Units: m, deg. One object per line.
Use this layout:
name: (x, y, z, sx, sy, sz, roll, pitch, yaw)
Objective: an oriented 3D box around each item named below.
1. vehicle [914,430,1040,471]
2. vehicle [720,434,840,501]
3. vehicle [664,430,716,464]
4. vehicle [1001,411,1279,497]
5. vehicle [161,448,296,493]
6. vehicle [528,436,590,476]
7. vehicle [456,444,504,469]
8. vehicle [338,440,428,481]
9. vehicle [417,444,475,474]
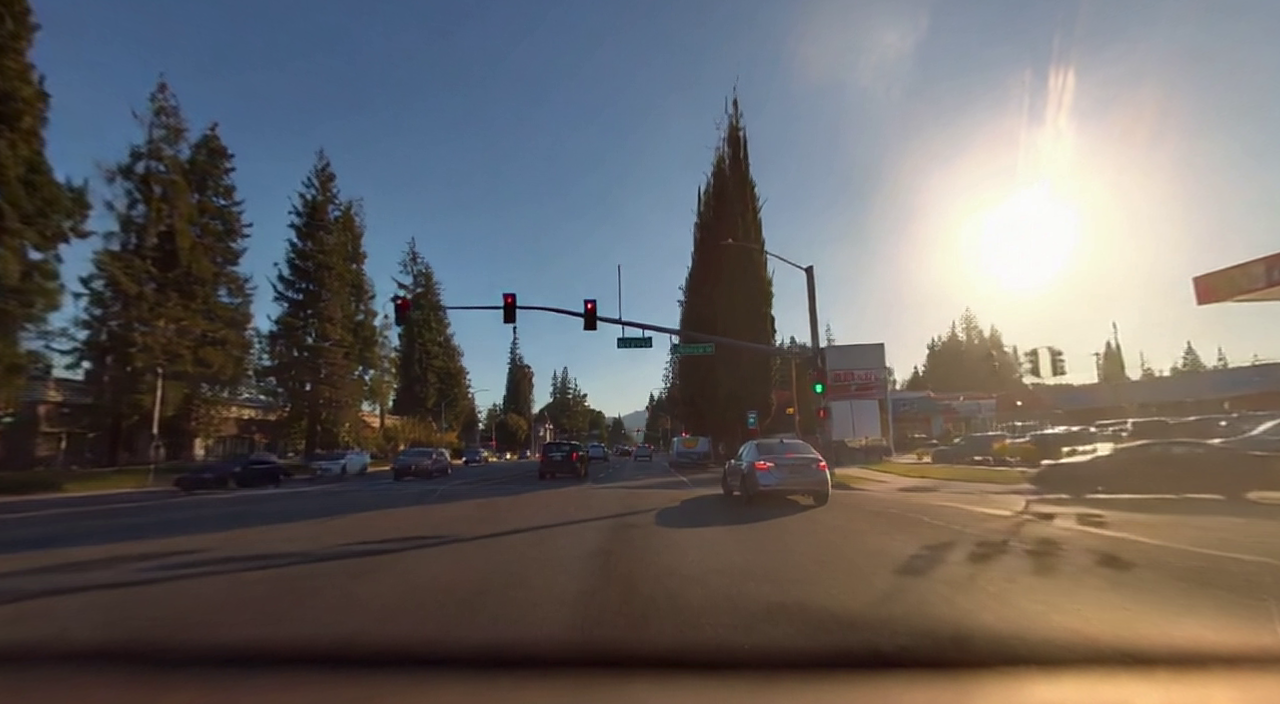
vehicle: (17.375, 5.078, 33.091, 2.766, 1.917, 6.394, 0, -7, -4)
vehicle: (3.512, 3.005, 16.835, 2.095, 1.475, 4.686, 1, -9, -1)
vehicle: (3.469, 6.846, 45.467, 3.245, 2.199, 6.295, 1, -9, 0)
vehicle: (12.389, 2.542, 15.851, 5.156, 1.917, 2.308, 0, -9, 2)
vehicle: (-15.373, 4.423, 23.902, 1.933, 1.472, 4.500, 0, -9, 2)
vehicle: (-3.718, 4.880, 29.812, 2.250, 1.713, 4.422, 1, -9, 1)
vehicle: (-11.093, 7.252, 44.030, 2.004, 1.509, 4.932, -1, -6, 1)
vehicle: (-11.473, 4.856, 28.555, 2.091, 1.644, 4.645, 1, -9, 1)
vehicle: (-11.165, 6.155, 36.601, 1.909, 1.467, 4.522, -1, -6, 0)
